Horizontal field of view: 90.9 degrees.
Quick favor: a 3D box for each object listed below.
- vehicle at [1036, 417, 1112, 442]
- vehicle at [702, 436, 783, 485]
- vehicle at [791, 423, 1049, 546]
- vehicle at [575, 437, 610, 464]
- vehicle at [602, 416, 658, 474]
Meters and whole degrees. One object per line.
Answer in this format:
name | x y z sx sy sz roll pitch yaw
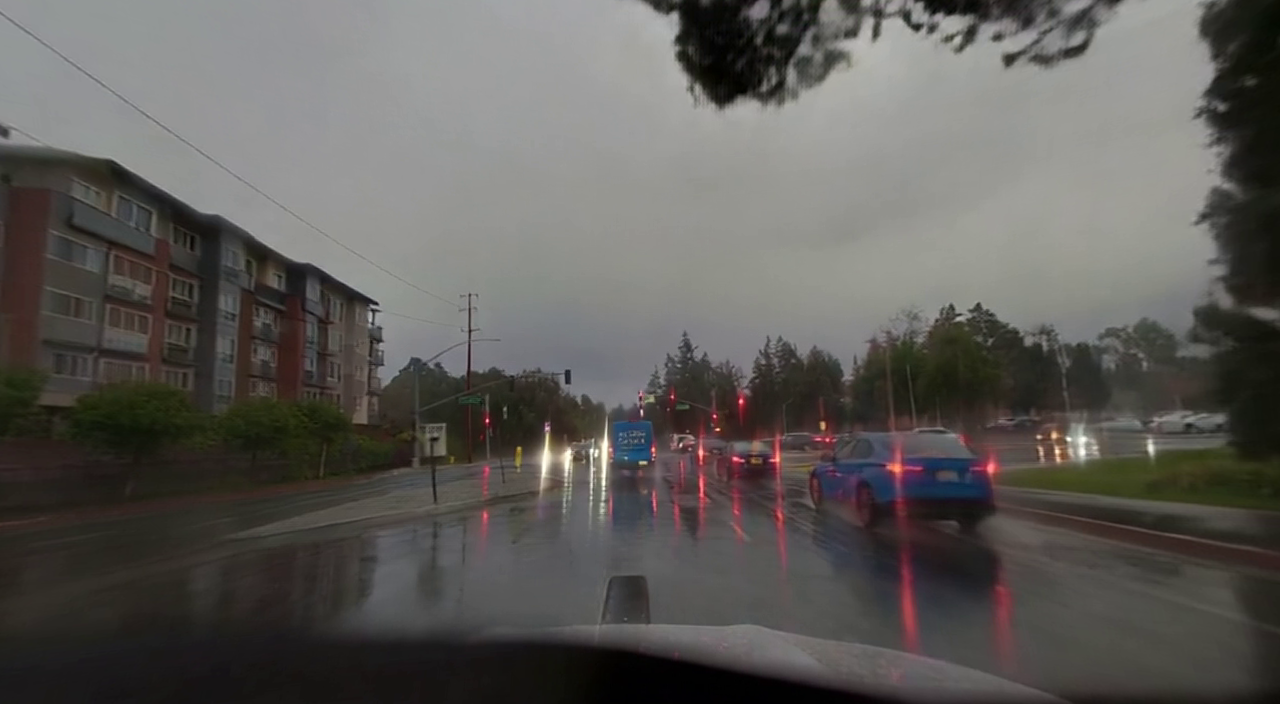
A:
vehicle | 30.957 5.555 45.008 4.153 1.764 1.858 1 -9 -9
vehicle | 3.374 3.659 21.607 1.951 1.483 4.582 0 -9 -1
vehicle | 4.079 2.023 10.361 1.967 1.506 4.968 0 -9 0
vehicle | -3.232 6.789 43.595 2.203 1.786 4.249 0 -9 -1
vehicle | -0.393 4.415 29.876 2.422 2.488 4.992 0 -9 1
